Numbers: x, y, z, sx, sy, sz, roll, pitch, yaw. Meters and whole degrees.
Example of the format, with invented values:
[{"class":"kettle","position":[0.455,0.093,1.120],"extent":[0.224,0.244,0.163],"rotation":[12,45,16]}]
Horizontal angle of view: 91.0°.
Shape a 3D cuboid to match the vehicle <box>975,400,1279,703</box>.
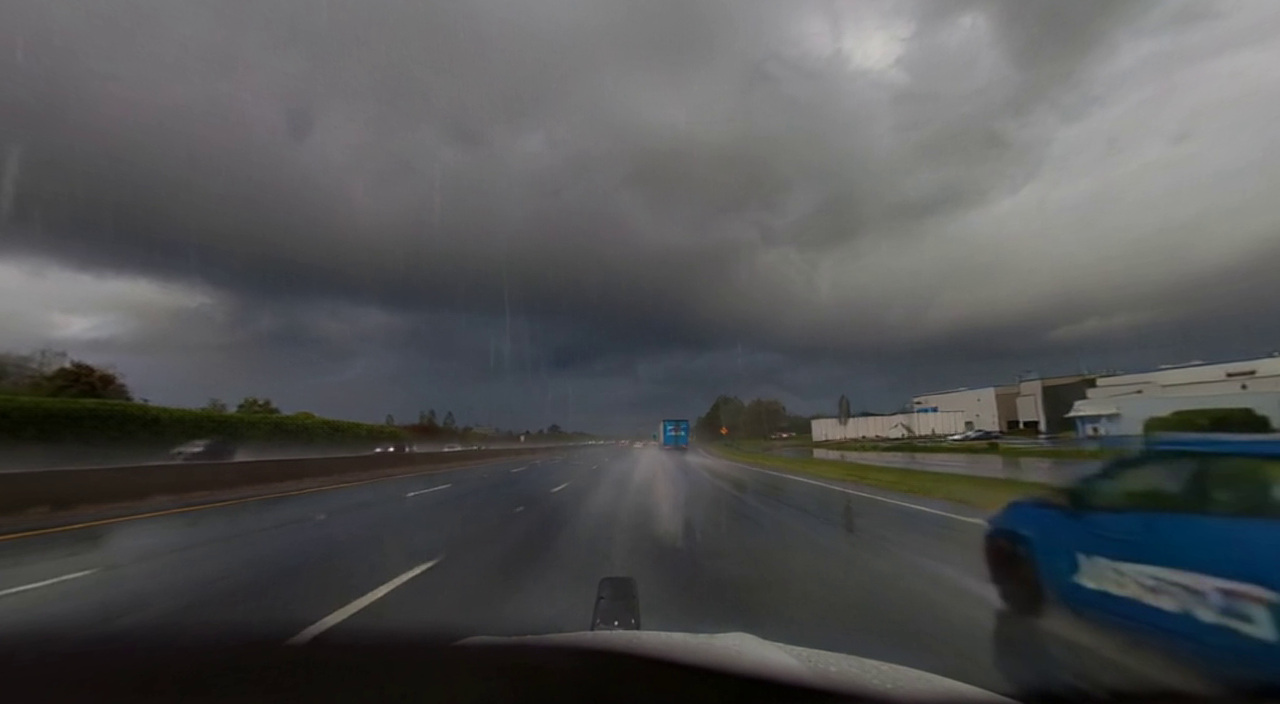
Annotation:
[{"class":"vehicle","position":[3.705,0.987,2.935],"extent":[2.048,1.482,3.956],"rotation":[0,-8,-1]}]
